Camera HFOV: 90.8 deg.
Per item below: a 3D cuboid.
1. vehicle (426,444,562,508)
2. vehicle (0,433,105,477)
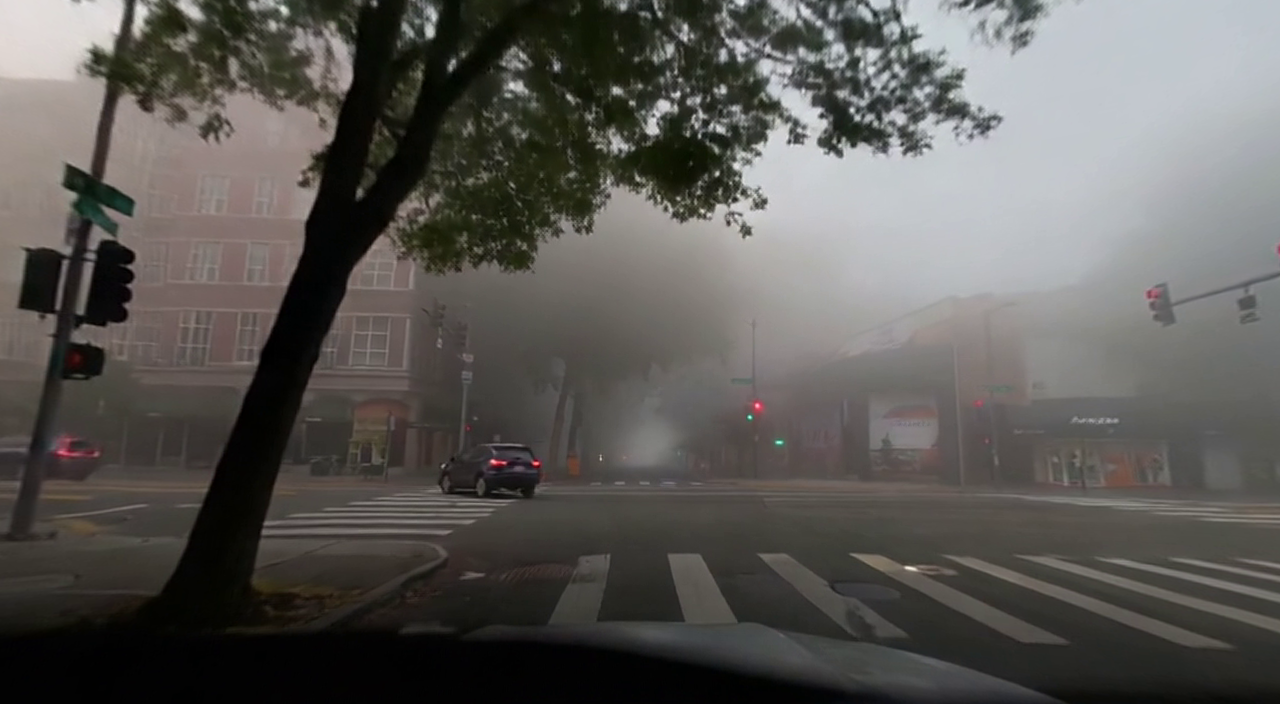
[{"bbox_3d":[-4.122,3.273,17.304,2.106,1.482,4.459,5,-10,-34],"label":"vehicle"},{"bbox_3d":[-22.246,3.646,22.438,4.627,1.468,1.871,0,-8,-2],"label":"vehicle"}]
